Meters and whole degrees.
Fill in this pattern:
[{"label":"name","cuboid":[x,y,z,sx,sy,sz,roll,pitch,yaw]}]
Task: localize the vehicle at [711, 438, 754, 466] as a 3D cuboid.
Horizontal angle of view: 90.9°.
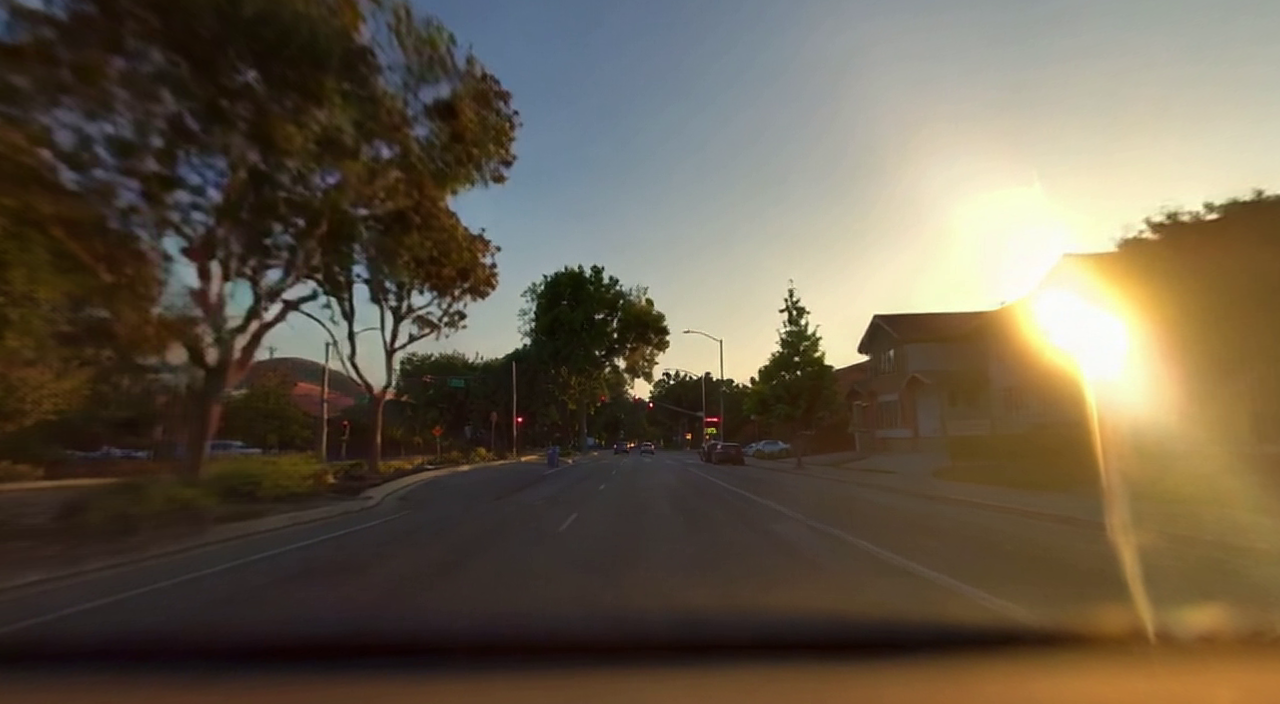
[{"label":"vehicle","cuboid":[6.163,6.754,42.531,2.094,1.766,4.792,0,-9,0]}]
